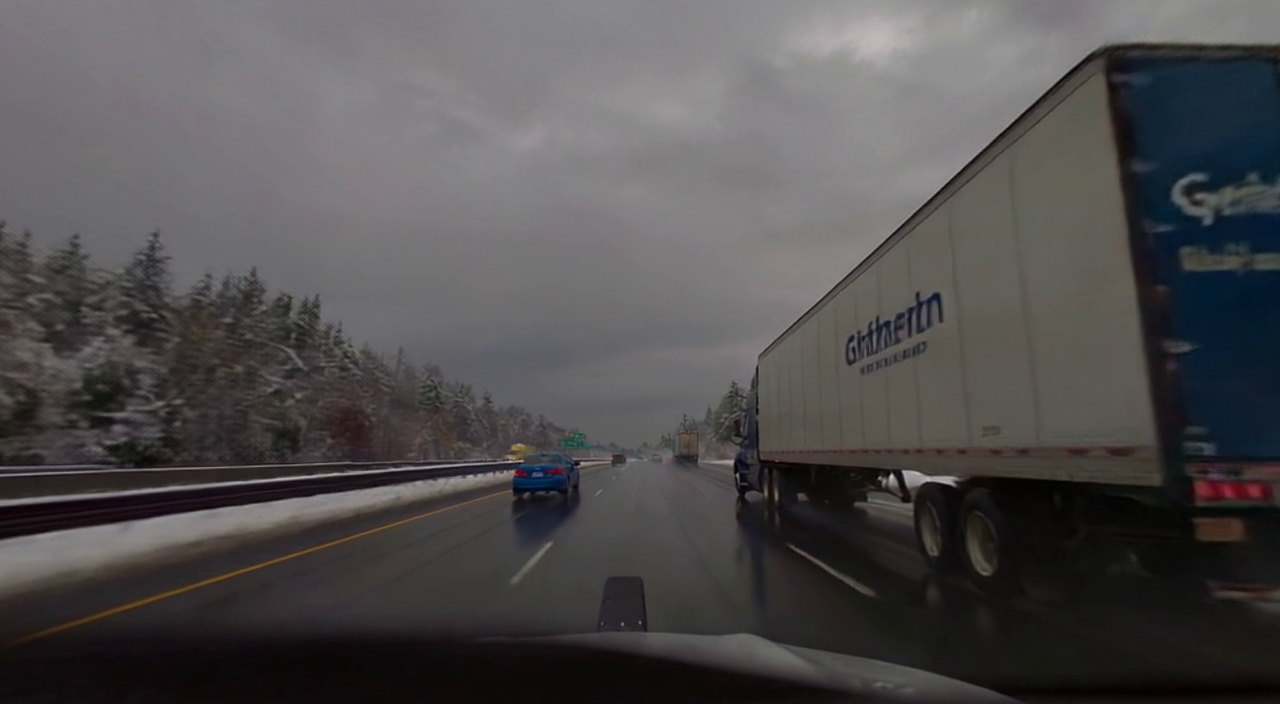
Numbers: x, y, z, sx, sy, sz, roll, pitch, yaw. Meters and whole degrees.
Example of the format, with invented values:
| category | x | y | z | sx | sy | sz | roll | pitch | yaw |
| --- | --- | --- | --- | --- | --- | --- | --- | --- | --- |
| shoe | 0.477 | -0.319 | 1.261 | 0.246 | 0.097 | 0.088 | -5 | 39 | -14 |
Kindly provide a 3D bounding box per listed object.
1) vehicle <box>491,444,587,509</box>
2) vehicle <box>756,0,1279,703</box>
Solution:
| category | x | y | z | sx | sy | sz | roll | pitch | yaw |
| --- | --- | --- | --- | --- | --- | --- | --- | --- | --- |
| vehicle | -2.675 | 3.413 | 17.774 | 1.960 | 1.579 | 4.384 | 0 | -9 | 1 |
| vehicle | 4.610 | 0.825 | 9.750 | 2.858 | 3.952 | 13.731 | 0 | -9 | -1 |
